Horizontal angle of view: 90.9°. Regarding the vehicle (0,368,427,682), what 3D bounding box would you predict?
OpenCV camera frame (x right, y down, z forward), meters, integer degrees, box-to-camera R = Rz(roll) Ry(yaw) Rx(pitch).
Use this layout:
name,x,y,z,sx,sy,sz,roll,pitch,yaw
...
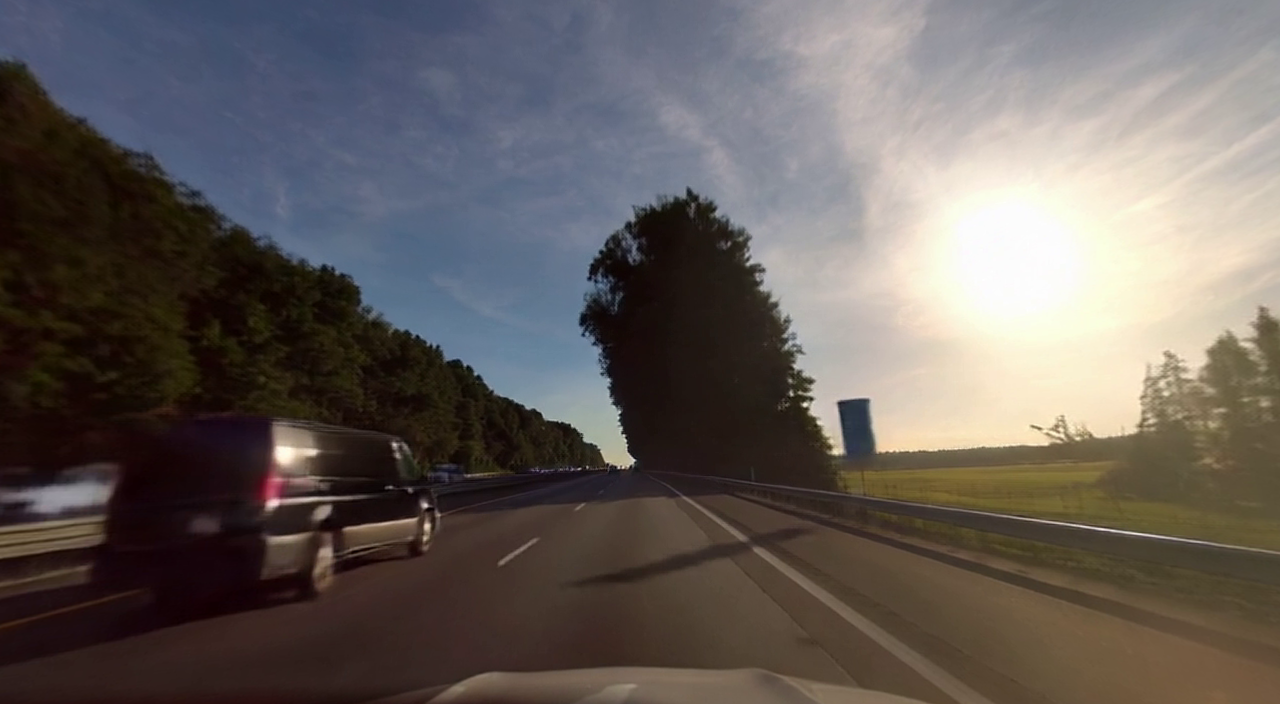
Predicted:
name,x,y,z,sx,sy,sz,roll,pitch,yaw
vehicle,-3.946,1.425,6.099,2.100,1.824,4.634,1,-11,0

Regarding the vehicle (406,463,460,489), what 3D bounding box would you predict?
name,x,y,z,sx,sy,sz,roll,pitch,yaw
vehicle,-12.850,7.723,39.386,2.001,1.509,4.071,1,-11,0
